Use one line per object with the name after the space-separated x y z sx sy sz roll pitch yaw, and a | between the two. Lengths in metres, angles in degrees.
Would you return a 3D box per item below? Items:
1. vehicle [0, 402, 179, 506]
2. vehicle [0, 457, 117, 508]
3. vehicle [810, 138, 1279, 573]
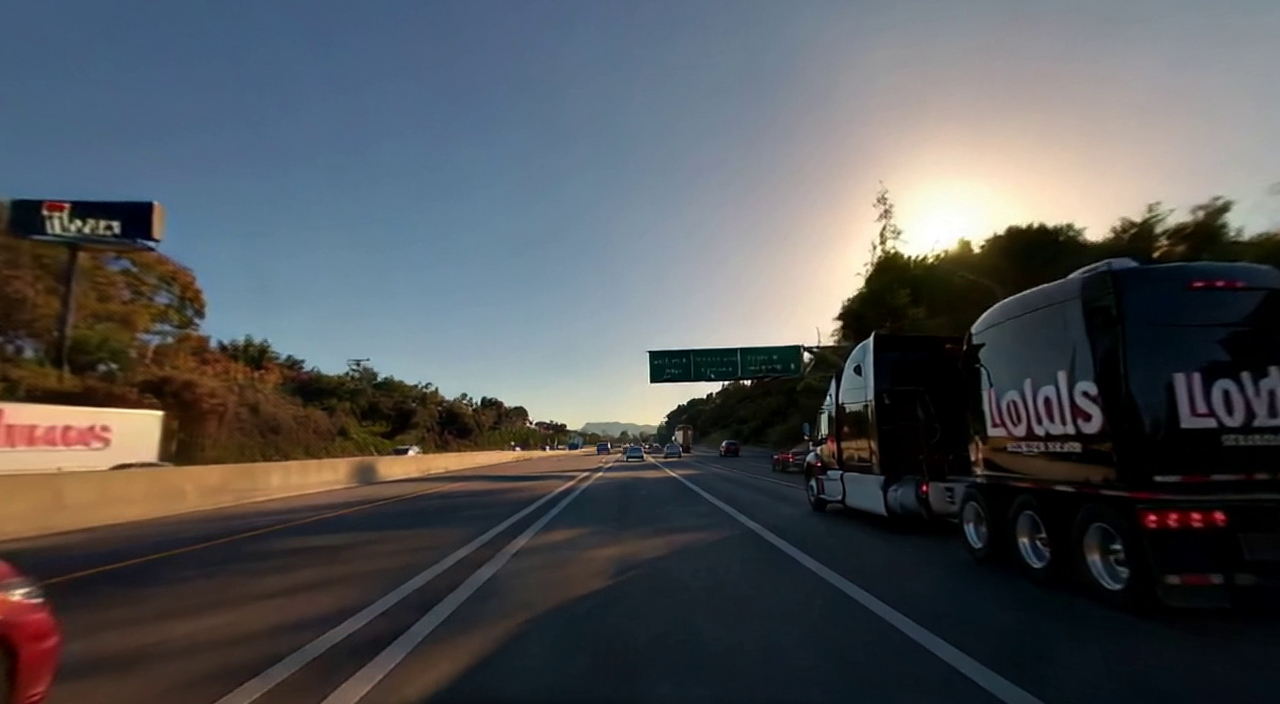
-27.333 4.358 27.128 2.927 4.151 16.512 0 -9 -1 | vehicle
-22.947 4.849 23.907 2.098 1.674 4.926 0 -9 -1 | vehicle
7.404 1.071 12.937 2.892 4.128 16.495 0 -9 -2 | vehicle
